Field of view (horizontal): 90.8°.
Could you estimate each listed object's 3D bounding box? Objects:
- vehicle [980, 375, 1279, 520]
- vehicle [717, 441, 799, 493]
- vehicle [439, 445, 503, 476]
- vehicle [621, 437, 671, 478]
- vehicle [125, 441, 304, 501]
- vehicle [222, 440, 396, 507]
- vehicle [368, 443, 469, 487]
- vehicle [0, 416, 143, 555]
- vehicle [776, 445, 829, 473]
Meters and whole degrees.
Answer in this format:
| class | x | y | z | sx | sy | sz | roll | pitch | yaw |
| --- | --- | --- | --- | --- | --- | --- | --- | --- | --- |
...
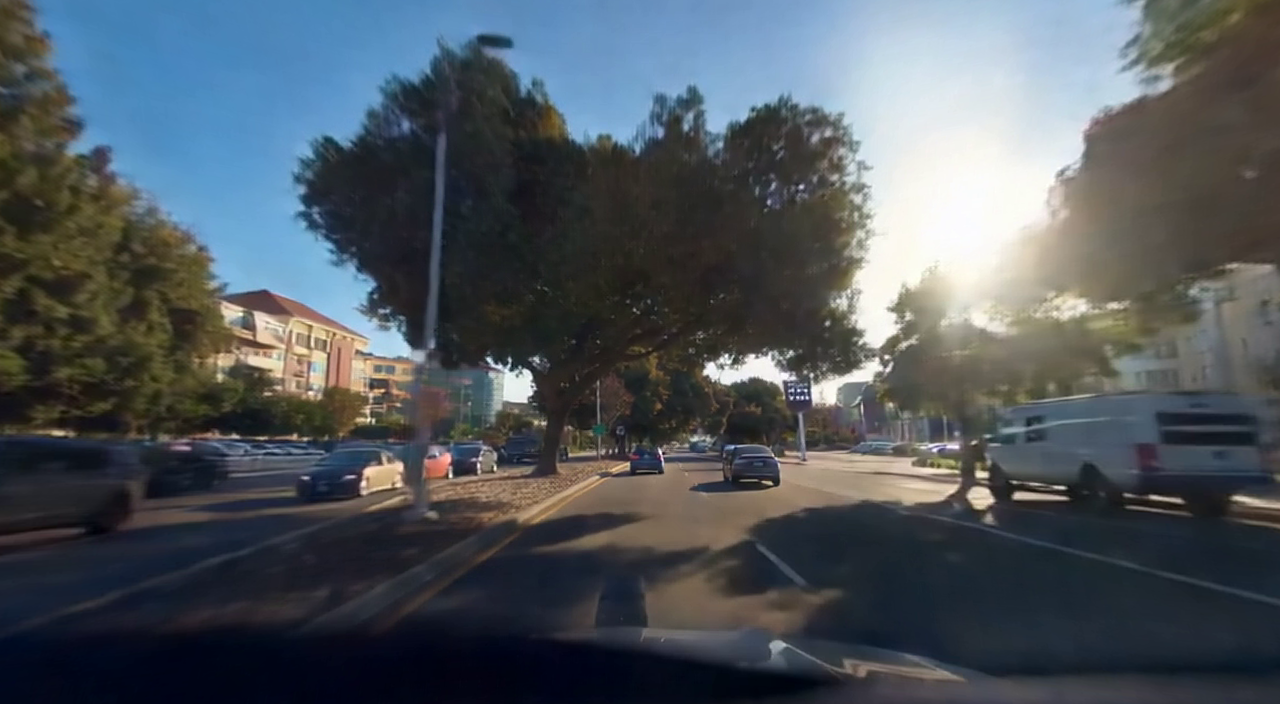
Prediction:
| class | x | y | z | sx | sy | sz | roll | pitch | yaw |
| --- | --- | --- | --- | --- | --- | --- | --- | --- | --- |
| vehicle | 11.724 | 2.375 | 15.866 | 2.790 | 2.897 | 6.326 | 0 | -9 | 0 |
| vehicle | 3.627 | 3.609 | 20.136 | 1.852 | 1.498 | 3.825 | 0 | -9 | 0 |
| vehicle | -8.353 | 5.395 | 31.670 | 1.850 | 1.447 | 4.436 | 0 | -9 | 2 |
| vehicle | 0.329 | 4.703 | 28.271 | 2.101 | 1.694 | 3.979 | 0 | -9 | 2 |
| vehicle | -11.786 | 3.295 | 17.974 | 1.839 | 1.468 | 4.536 | 0 | -9 | 2 |
| vehicle | -8.258 | 3.055 | 16.372 | 1.992 | 1.465 | 4.458 | 0 | -9 | 2 |
| vehicle | -8.033 | 4.128 | 23.410 | 2.007 | 1.443 | 4.447 | 0 | -9 | 2 |
| vehicle | -8.956 | 1.656 | 7.818 | 1.934 | 1.713 | 4.441 | 0 | -9 | 0 |
| vehicle | 9.097 | 6.011 | 35.769 | 1.860 | 1.475 | 4.488 | 0 | -9 | 0 |
